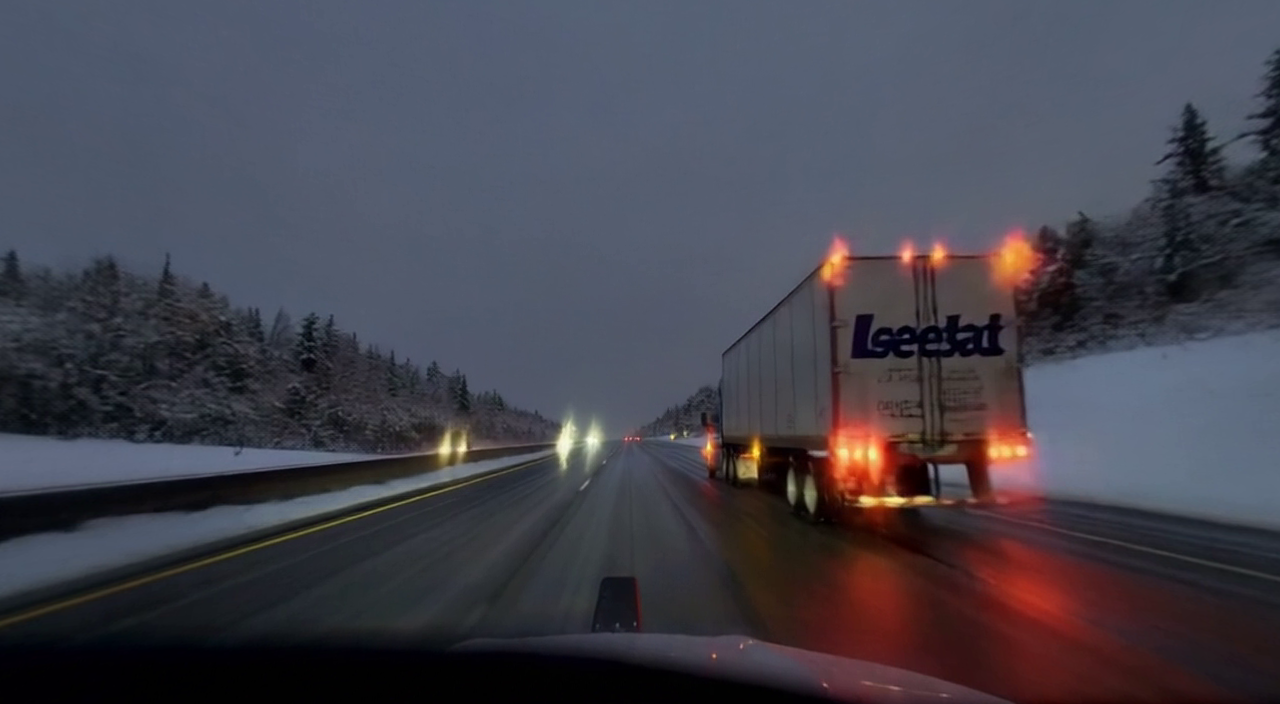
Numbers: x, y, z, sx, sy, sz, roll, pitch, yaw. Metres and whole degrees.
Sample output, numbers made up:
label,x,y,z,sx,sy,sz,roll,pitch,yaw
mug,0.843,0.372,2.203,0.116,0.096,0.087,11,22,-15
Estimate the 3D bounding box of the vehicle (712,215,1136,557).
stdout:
label,x,y,z,sx,sy,sz,roll,pitch,yaw
vehicle,4.052,1.270,14.284,2.920,4.029,13.900,0,-8,-1
